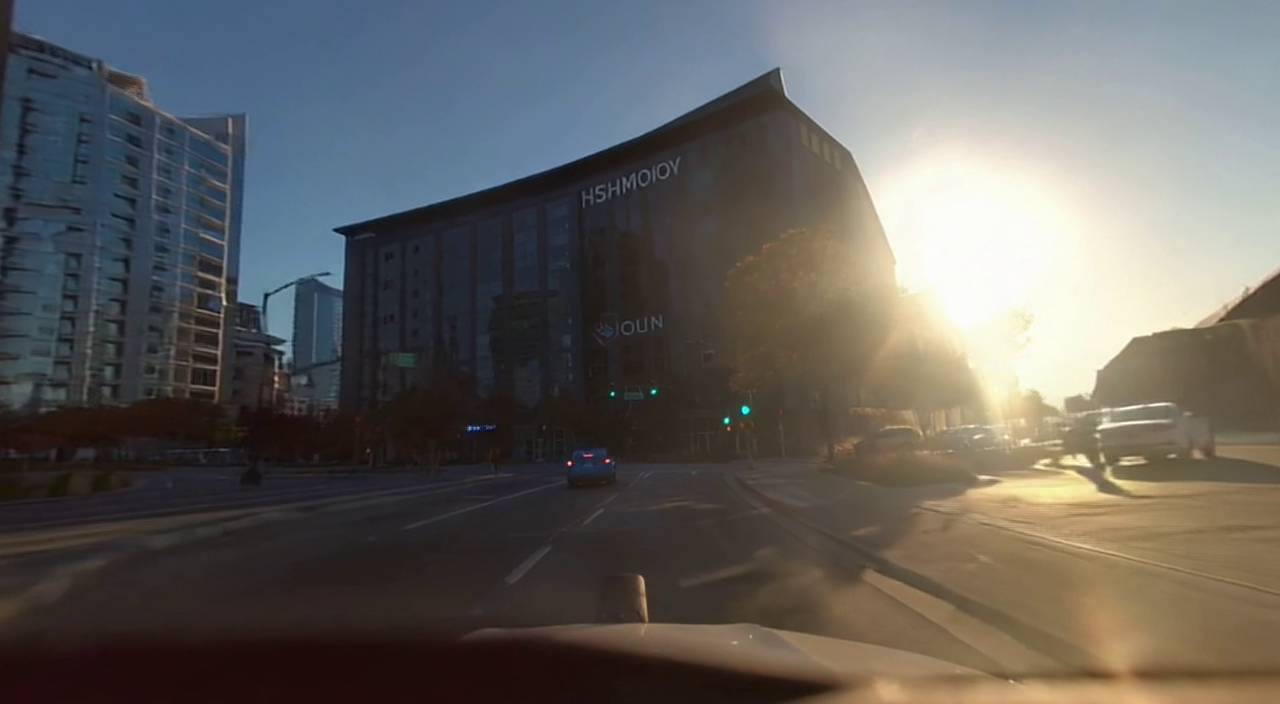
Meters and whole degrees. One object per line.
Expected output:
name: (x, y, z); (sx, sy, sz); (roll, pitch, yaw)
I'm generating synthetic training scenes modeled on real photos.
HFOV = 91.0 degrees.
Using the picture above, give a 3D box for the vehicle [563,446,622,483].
vehicle: (-1.992, 4.869, 27.652); (1.971, 1.486, 4.380); (-1, -9, 4)

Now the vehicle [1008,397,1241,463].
vehicle: (13.873, 2.290, 18.321); (4.904, 1.755, 2.114); (-1, -9, 2)

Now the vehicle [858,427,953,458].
vehicle: (14.084, 4.825, 33.574); (4.120, 1.558, 1.959); (-1, -9, 1)
